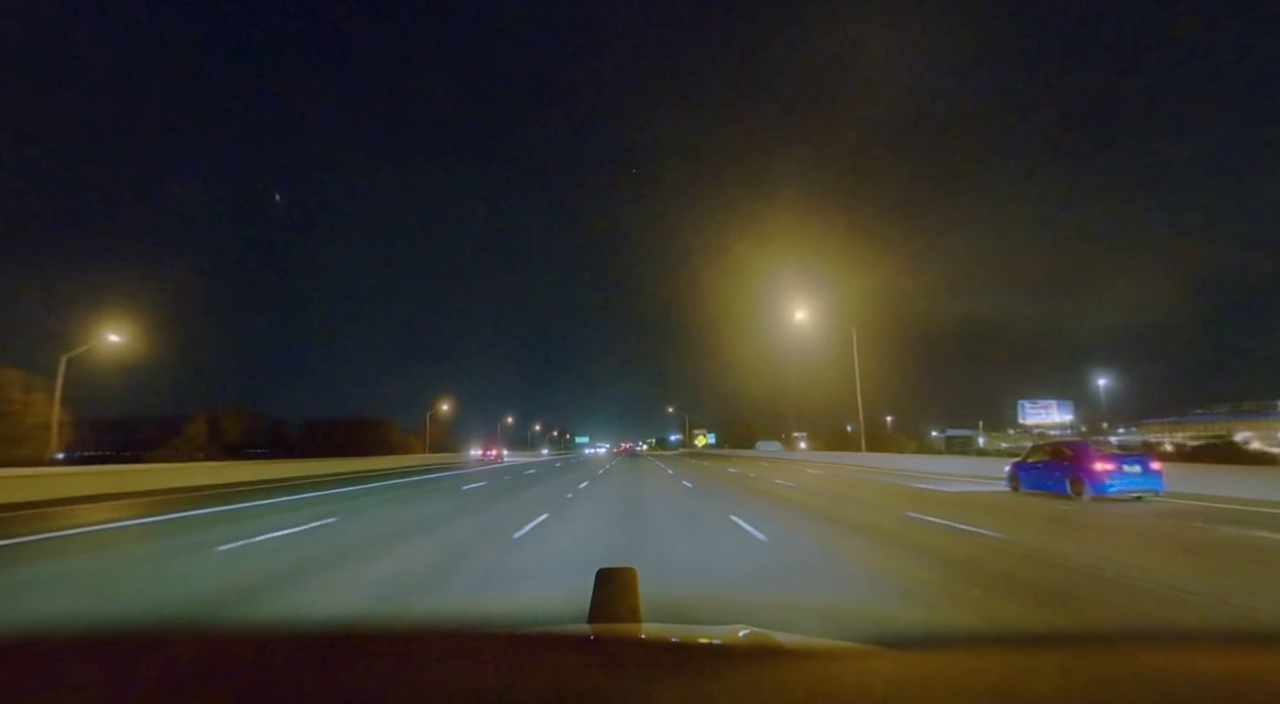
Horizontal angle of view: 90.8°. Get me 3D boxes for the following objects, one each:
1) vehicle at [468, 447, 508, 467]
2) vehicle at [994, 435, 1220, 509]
[{"bbox_3d":[-11.393,7.884,47.735,1.921,1.452,4.429,0,-9,0],"label":"vehicle"},{"bbox_3d":[10.909,2.819,15.306,1.985,1.493,4.486,0,-9,-1],"label":"vehicle"}]
